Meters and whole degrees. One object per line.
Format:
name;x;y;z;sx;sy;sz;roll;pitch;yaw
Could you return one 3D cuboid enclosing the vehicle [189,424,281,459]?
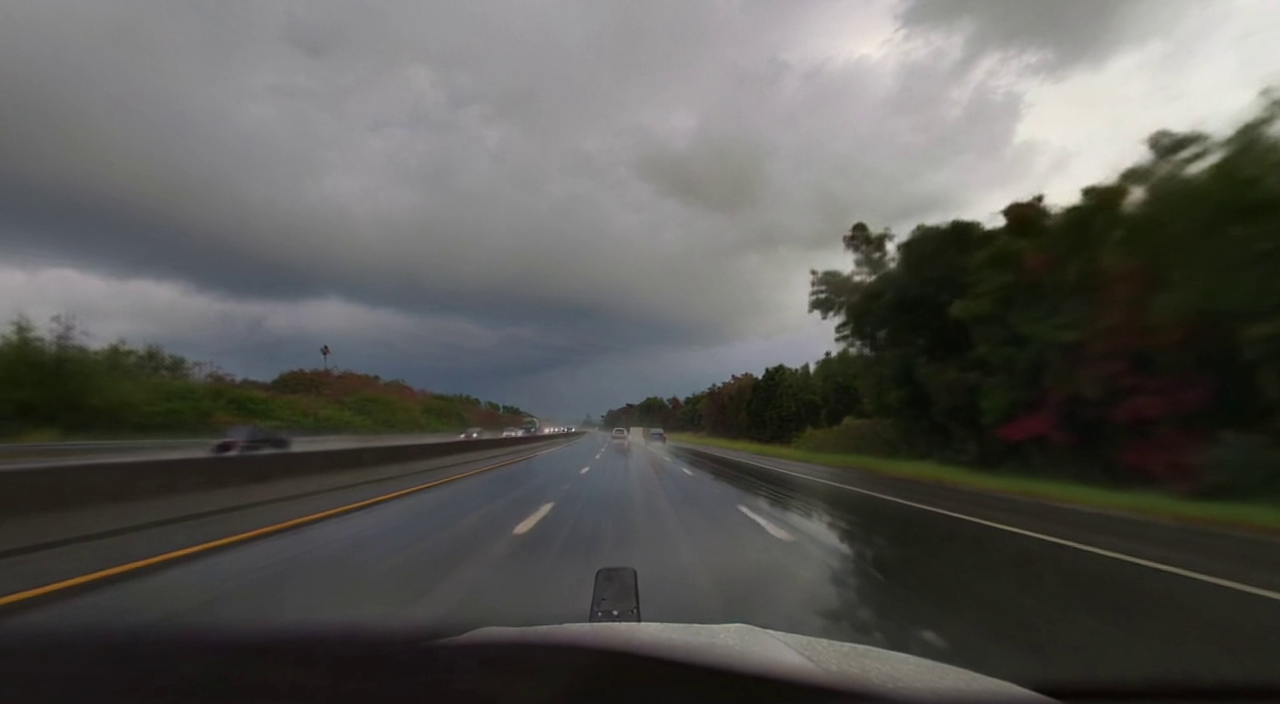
vehicle;-20.125;4.441;31.525;1.931;1.622;4.044;0;-8;-2
